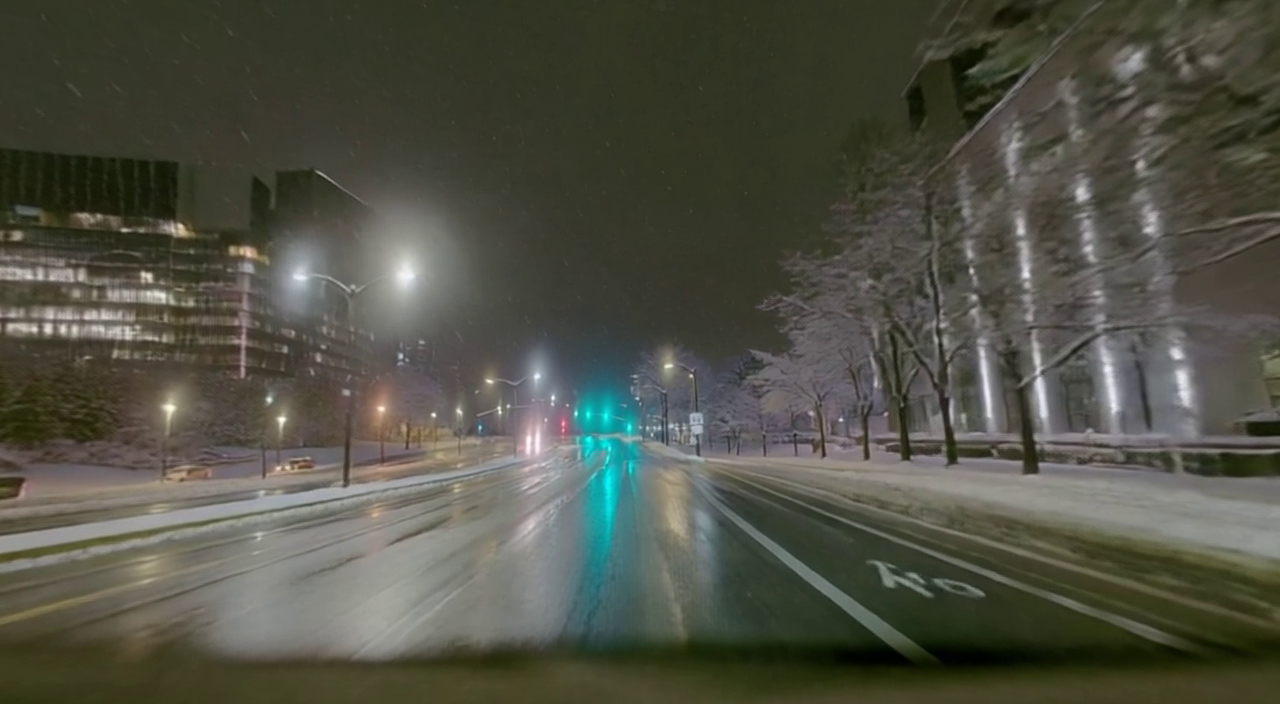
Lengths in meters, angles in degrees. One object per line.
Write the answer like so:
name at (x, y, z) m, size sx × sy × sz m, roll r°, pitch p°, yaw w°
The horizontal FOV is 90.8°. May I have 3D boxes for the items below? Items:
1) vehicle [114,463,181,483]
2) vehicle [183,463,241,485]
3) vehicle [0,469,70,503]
vehicle at (-38.584, 9.474, 49.564) m, size 3.676 × 1.439 × 2.028 m, roll 4°, pitch -9°, yaw -24°
vehicle at (-33.053, 9.439, 48.941) m, size 1.743 × 1.435 × 4.183 m, roll -3°, pitch -9°, yaw -2°
vehicle at (-32.940, 6.981, 33.066) m, size 2.020 × 1.552 × 4.568 m, roll 0°, pitch -8°, yaw -2°
